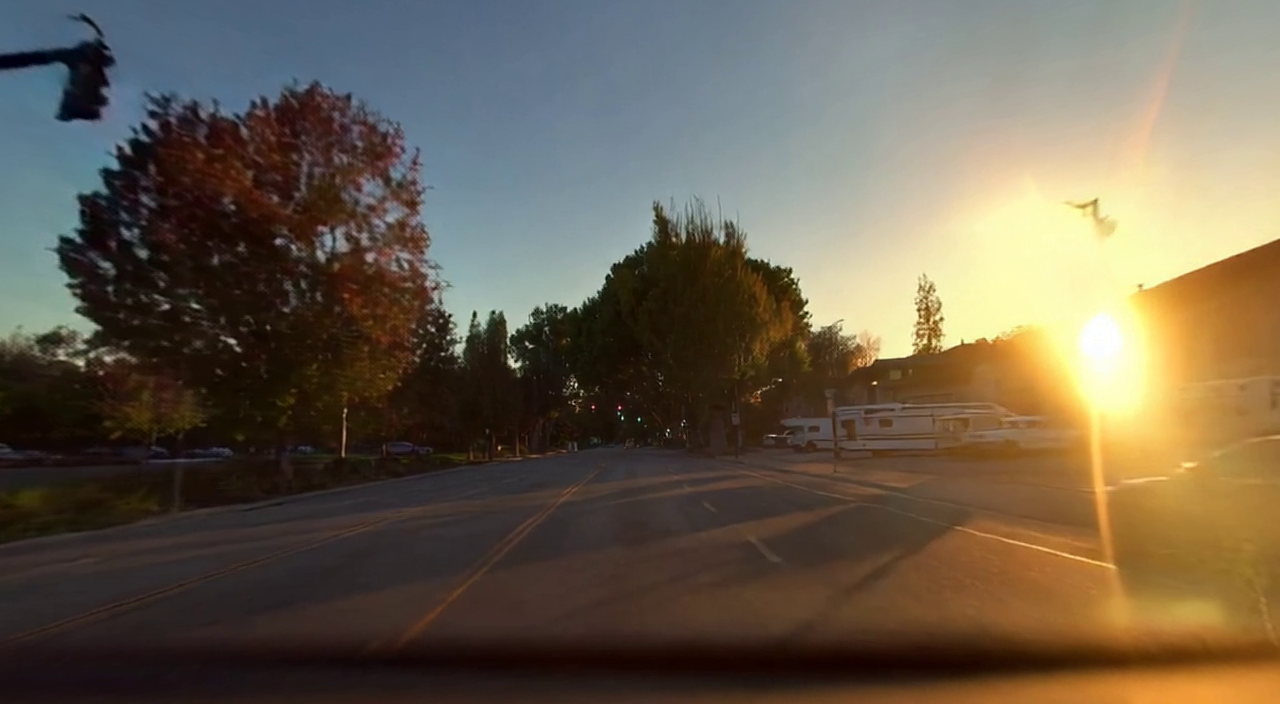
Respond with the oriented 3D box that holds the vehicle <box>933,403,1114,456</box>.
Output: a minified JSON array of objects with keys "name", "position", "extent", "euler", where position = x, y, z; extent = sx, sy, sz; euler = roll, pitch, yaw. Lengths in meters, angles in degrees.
[{"name":"vehicle","position":[15.639,3.205,26.025],"extent":[5.979,2.037,2.159],"euler":[0,-9,0]}]

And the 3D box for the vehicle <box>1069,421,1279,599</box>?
[{"name":"vehicle","position":[6.287,1.338,5.441],"extent":[1.993,1.461,4.269],"euler":[1,-9,-4]}]
